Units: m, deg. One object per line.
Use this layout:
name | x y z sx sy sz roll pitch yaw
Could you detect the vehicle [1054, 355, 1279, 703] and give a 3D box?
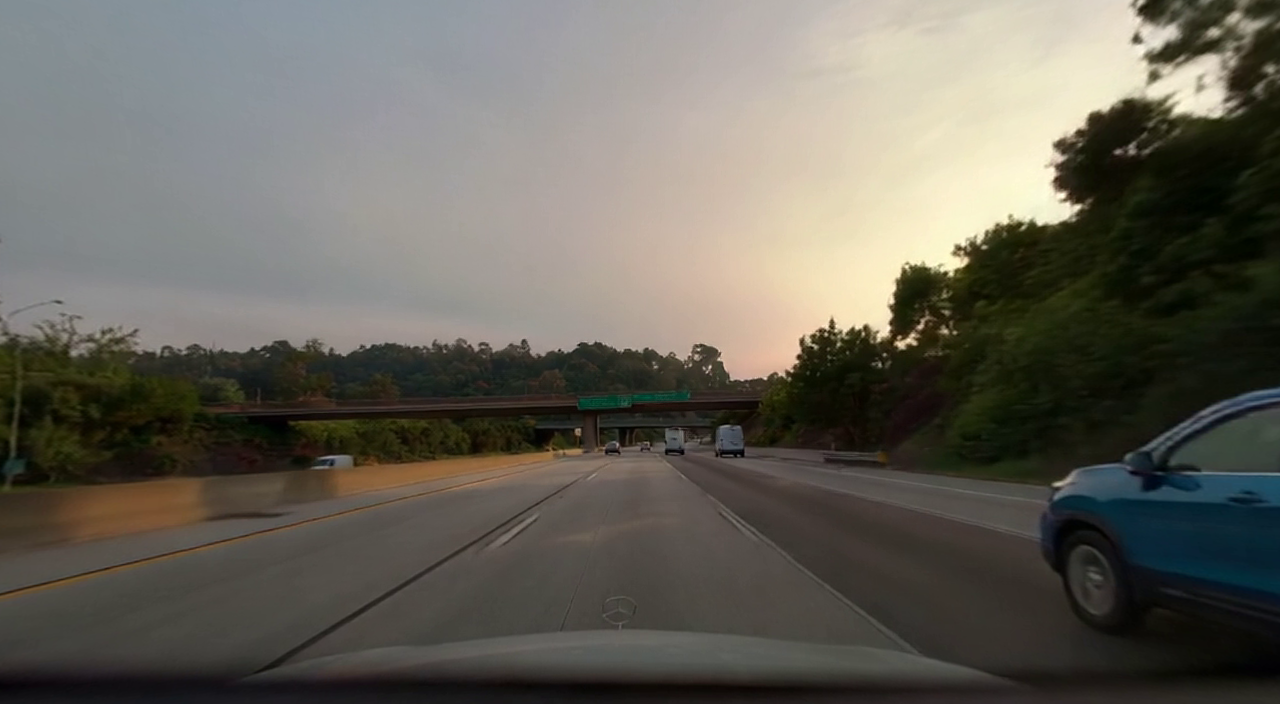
vehicle | 4.038 0.747 2.139 2.148 1.691 4.443 0 -8 -1
